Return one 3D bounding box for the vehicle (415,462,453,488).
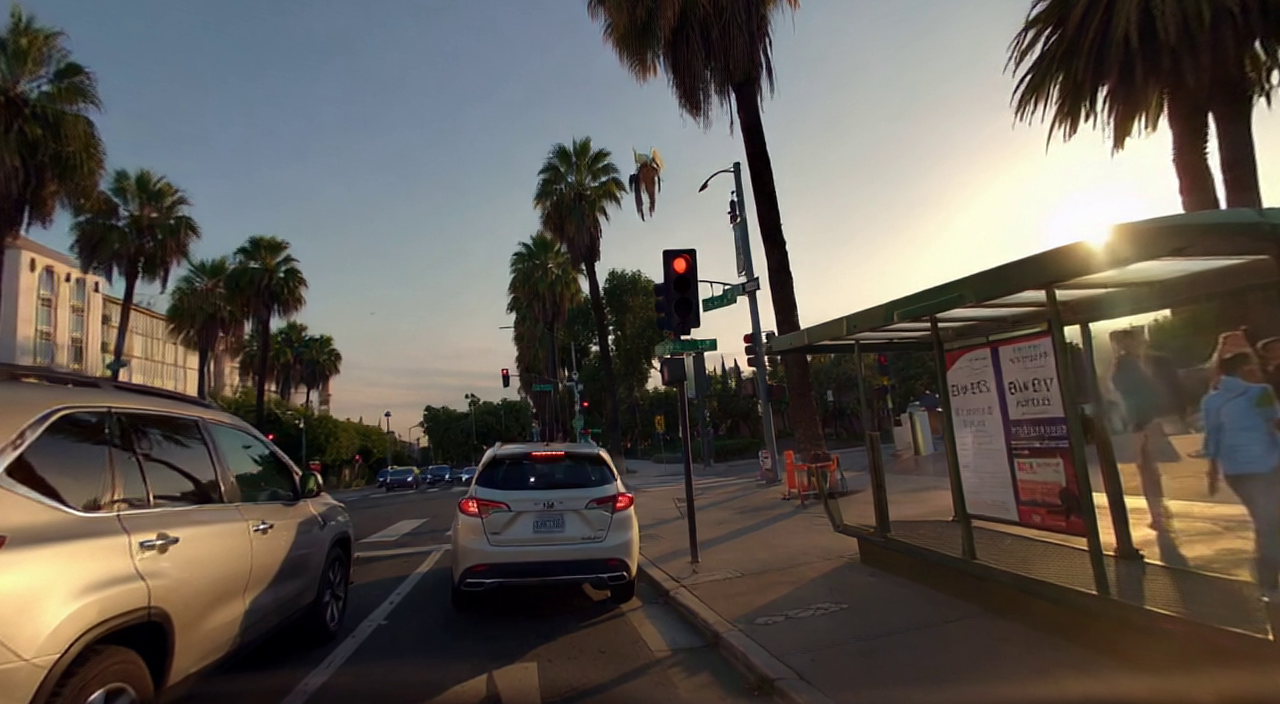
[{"bbox_3d":[-14.625,8.691,44.991,1.964,1.642,4.085,1,-9,-10],"label":"vehicle"}]

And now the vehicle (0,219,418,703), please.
[{"bbox_3d":[-2.764,0.909,3.230,2.098,1.851,4.571,1,-9,-7],"label":"vehicle"}]

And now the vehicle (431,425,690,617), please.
[{"bbox_3d":[-1.018,1.652,7.241,2.065,1.467,4.289,2,-9,-11],"label":"vehicle"}]
